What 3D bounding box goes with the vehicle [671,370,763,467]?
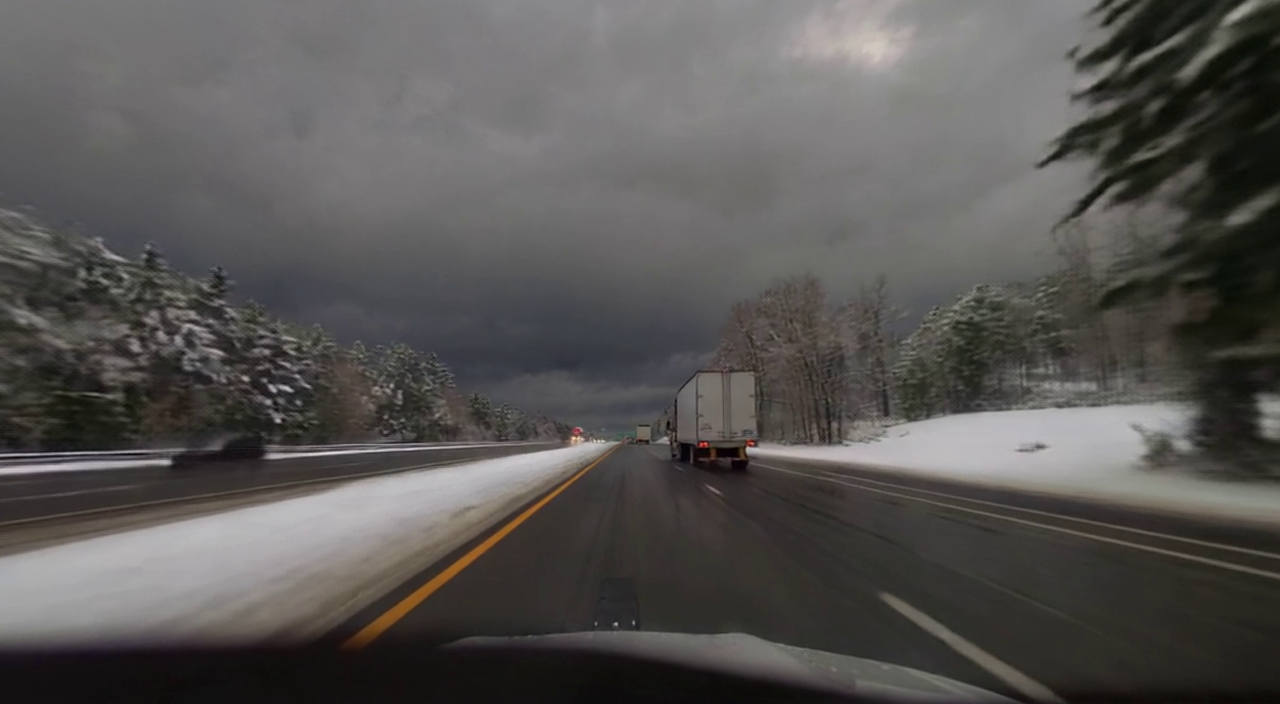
[{"bbox_3d":[3.435,3.447,31.354,2.911,3.994,10.840,0,-8,-1],"label":"vehicle"}]
